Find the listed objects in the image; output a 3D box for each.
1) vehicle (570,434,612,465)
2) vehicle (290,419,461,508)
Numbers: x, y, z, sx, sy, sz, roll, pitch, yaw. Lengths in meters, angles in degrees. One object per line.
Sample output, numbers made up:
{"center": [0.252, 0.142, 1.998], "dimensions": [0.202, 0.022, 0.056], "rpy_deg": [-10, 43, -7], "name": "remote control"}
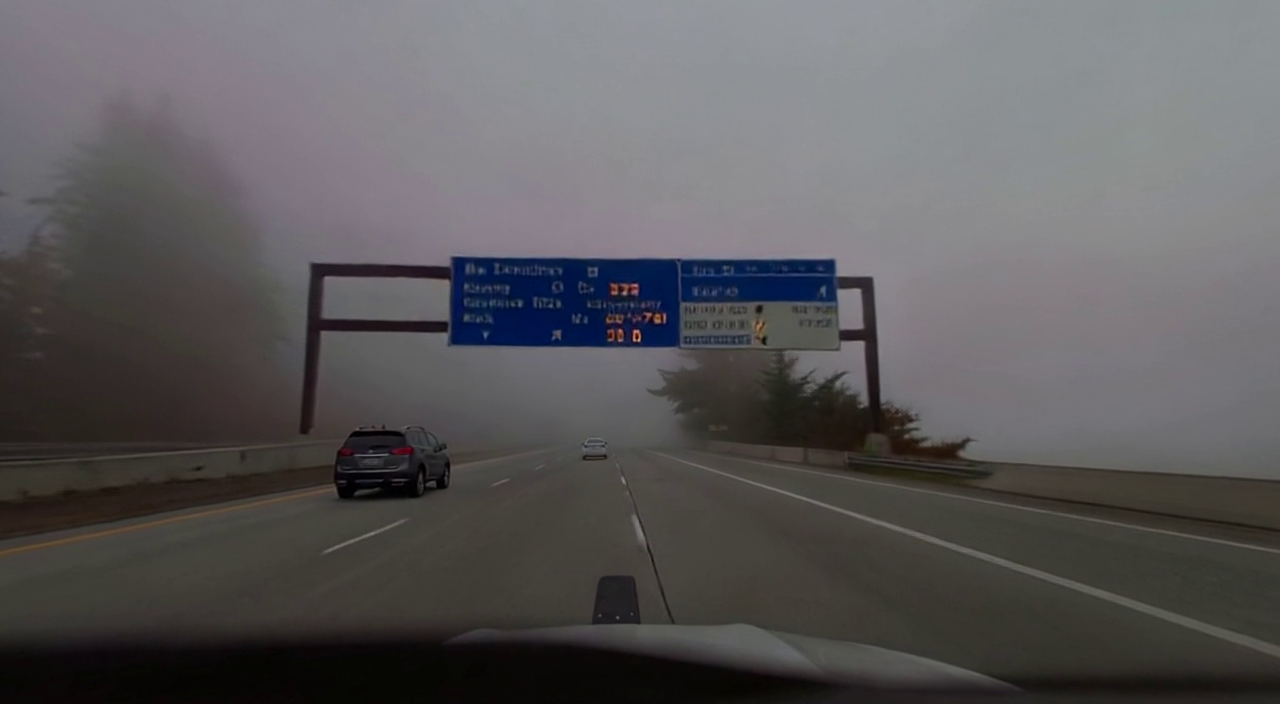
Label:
{"center": [-2.541, 5.168, 33.500], "dimensions": [2.010, 1.534, 4.013], "rpy_deg": [0, -8, -2], "name": "vehicle"}
{"center": [-5.758, 2.457, 14.447], "dimensions": [2.111, 1.689, 4.505], "rpy_deg": [0, -8, -2], "name": "vehicle"}
